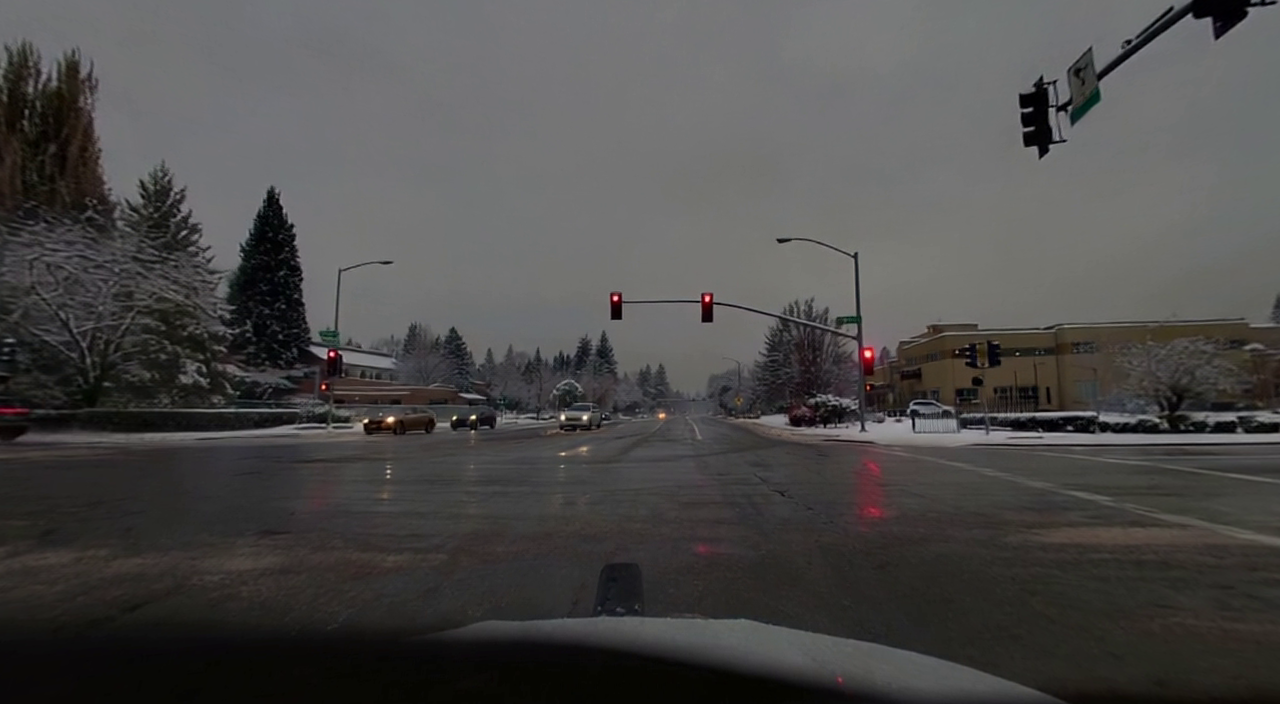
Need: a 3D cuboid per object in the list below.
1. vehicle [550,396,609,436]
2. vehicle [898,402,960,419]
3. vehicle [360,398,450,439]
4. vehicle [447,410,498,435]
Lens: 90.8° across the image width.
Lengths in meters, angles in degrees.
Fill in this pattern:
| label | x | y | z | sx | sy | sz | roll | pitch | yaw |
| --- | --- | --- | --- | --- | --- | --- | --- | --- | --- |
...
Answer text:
| label | x | y | z | sx | sy | sz | roll | pitch | yaw |
| --- | --- | --- | --- | --- | --- | --- | --- | --- | --- |
| vehicle | -3.178 | 3.592 | 34.583 | 2.306 | 1.907 | 5.382 | -1 | -9 | 5 |
| vehicle | 22.349 | 4.524 | 48.948 | 3.933 | 1.219 | 1.700 | 0 | -9 | 4 |
| vehicle | -12.276 | 3.596 | 33.424 | 2.340 | 1.902 | 4.920 | -1 | -9 | 8 |
| vehicle | -10.986 | 4.718 | 41.836 | 1.899 | 1.510 | 4.294 | -1 | -9 | 4 |
